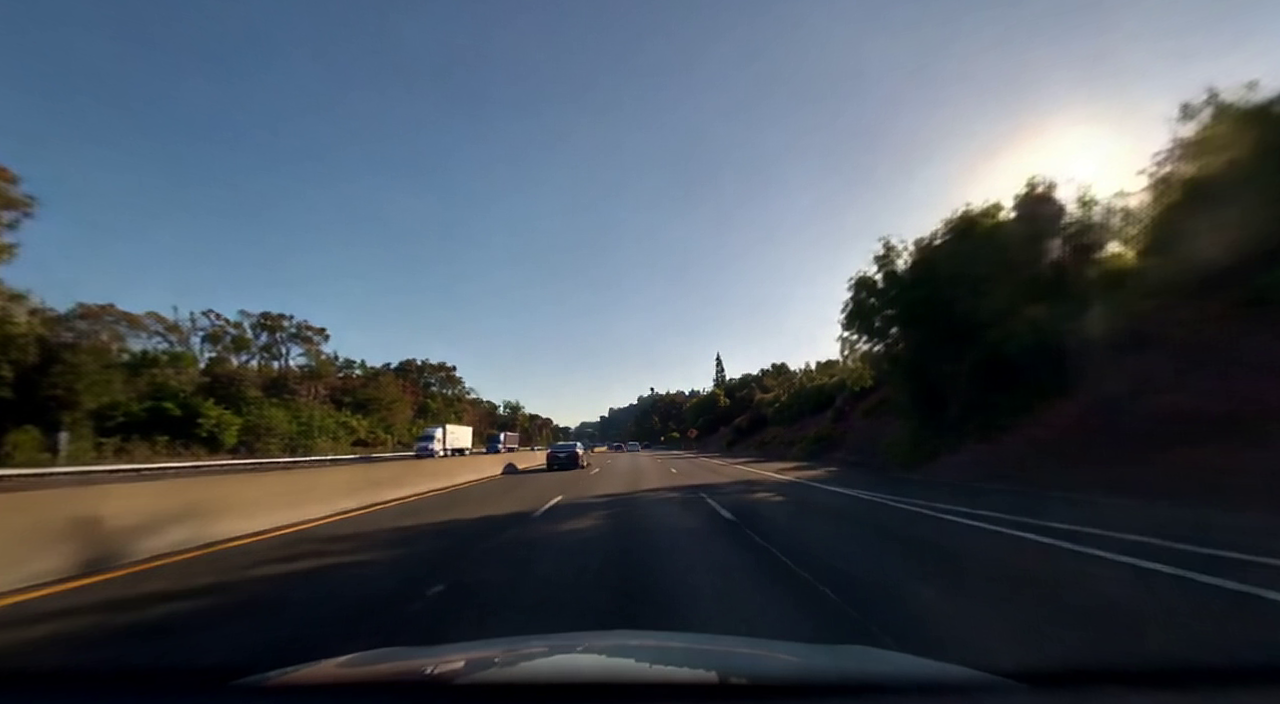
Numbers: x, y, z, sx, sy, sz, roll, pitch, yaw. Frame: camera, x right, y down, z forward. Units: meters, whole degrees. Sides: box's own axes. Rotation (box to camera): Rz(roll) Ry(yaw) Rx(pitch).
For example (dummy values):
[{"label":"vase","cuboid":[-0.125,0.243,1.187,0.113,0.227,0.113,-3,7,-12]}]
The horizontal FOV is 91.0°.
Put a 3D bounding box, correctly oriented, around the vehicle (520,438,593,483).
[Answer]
[{"label":"vehicle","cuboid":[-3.130,4.147,24.466,2.158,1.562,4.373,-1,-8,1]}]
